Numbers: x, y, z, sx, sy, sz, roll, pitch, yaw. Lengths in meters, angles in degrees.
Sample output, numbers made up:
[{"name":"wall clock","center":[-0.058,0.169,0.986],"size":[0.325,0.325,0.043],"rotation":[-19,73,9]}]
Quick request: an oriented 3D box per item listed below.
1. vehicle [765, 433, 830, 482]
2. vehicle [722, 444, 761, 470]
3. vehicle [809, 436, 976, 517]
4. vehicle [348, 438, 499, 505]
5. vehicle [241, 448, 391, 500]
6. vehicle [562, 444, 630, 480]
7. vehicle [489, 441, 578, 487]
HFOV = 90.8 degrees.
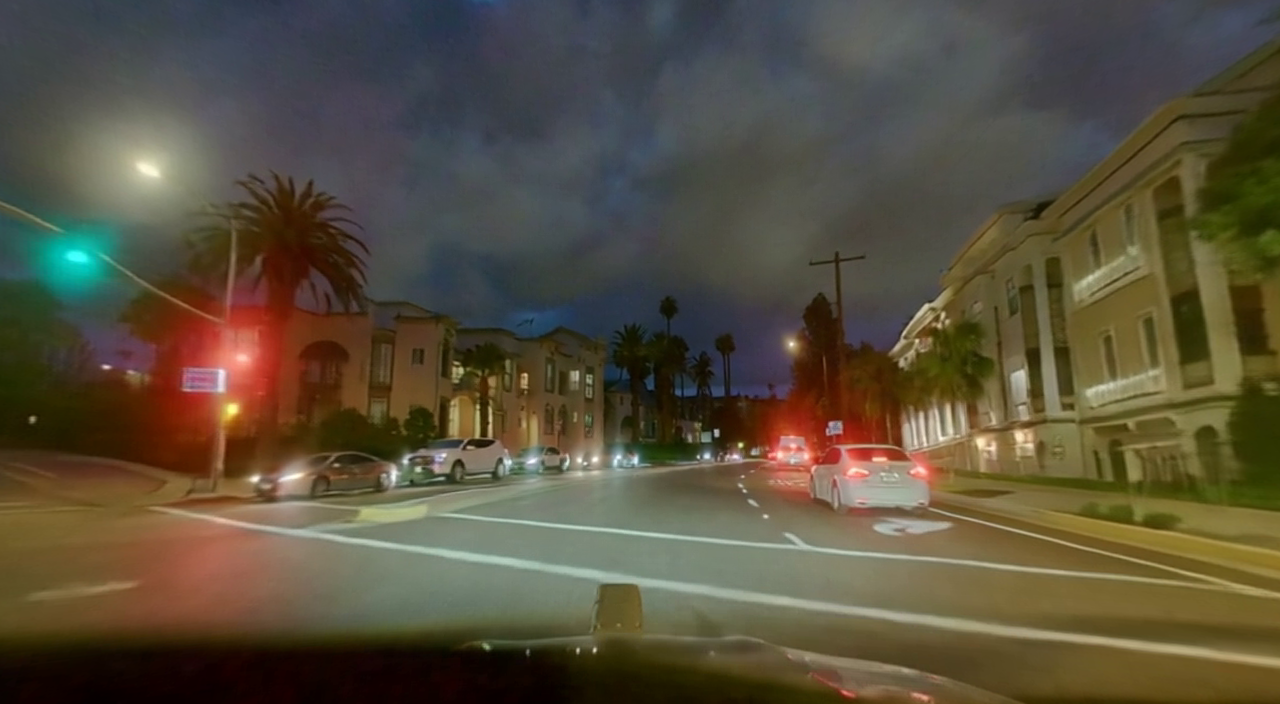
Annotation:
[{"name":"vehicle","center":[6.918,4.666,28.164],"size":[2.109,2.002,4.424],"rotation":[-1,-9,5]},{"name":"vehicle","center":[6.634,6.765,40.903],"size":[1.923,1.576,4.026],"rotation":[-3,-9,16]},{"name":"vehicle","center":[5.529,2.777,14.606],"size":[2.096,1.552,4.519],"rotation":[-1,-9,2]},{"name":"vehicle","center":[-5.953,3.303,18.115],"size":[1.959,1.515,4.668],"rotation":[-2,-7,12]},{"name":"vehicle","center":[-9.481,3.572,18.869],"size":[1.891,1.358,3.828],"rotation":[-2,-9,13]},{"name":"vehicle","center":[-2.211,5.744,33.246],"size":[2.081,1.453,4.698],"rotation":[-5,-7,14]},{"name":"vehicle","center":[-4.043,4.311,24.679],"size":[1.852,1.498,4.238],"rotation":[-5,-9,14]}]
